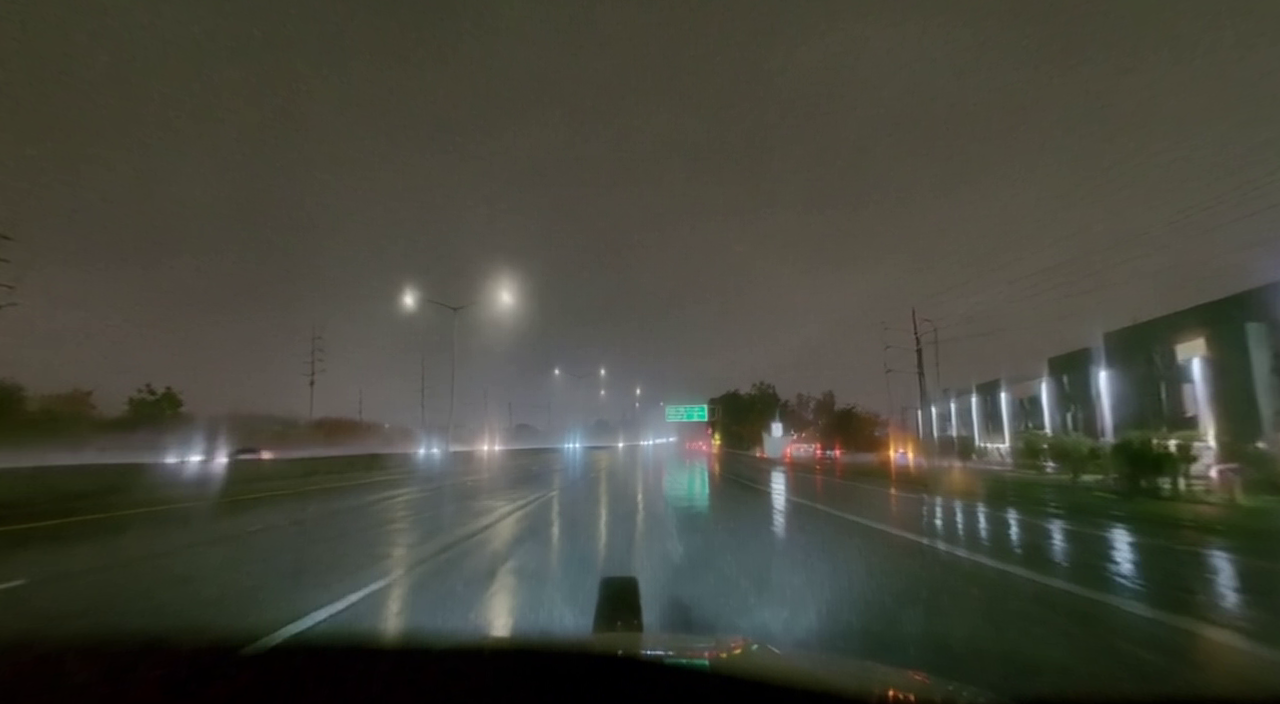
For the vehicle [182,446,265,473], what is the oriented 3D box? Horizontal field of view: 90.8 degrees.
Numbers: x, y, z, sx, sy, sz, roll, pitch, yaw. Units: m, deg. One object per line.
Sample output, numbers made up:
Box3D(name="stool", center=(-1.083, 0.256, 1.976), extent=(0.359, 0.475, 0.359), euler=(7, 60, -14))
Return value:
Box3D(name="vehicle", center=(-24.702, 6.391, 37.707), extent=(1.840, 1.495, 4.444), euler=(0, -8, 2))
